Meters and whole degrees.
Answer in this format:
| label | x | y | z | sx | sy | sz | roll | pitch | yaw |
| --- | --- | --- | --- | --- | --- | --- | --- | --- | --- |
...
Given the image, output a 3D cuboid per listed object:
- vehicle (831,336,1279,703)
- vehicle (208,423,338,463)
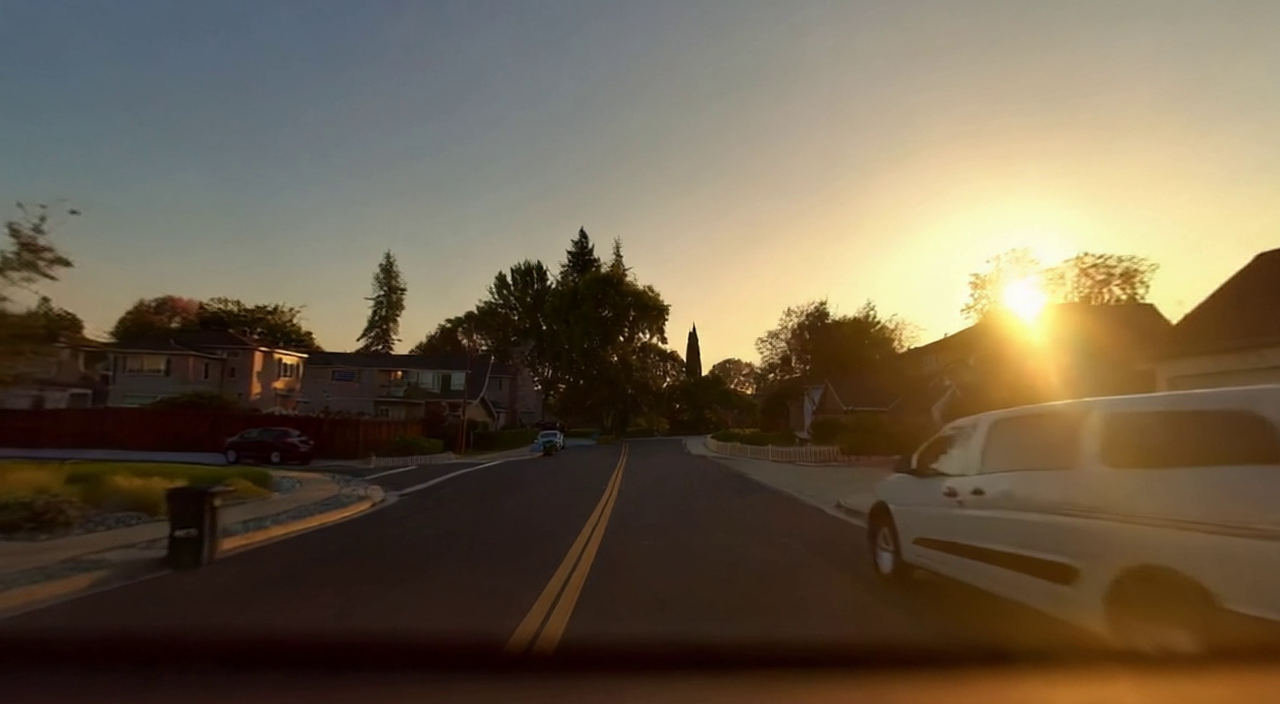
| label | x | y | z | sx | sy | sz | roll | pitch | yaw |
| --- | --- | --- | --- | --- | --- | --- | --- | --- | --- |
| vehicle | 3.056 | 1.084 | 3.938 | 2.074 | 1.646 | 5.457 | 2 | -8 | 0 |
| vehicle | -17.063 | 4.284 | 29.557 | 4.722 | 1.730 | 2.109 | 0 | -11 | 3 |
